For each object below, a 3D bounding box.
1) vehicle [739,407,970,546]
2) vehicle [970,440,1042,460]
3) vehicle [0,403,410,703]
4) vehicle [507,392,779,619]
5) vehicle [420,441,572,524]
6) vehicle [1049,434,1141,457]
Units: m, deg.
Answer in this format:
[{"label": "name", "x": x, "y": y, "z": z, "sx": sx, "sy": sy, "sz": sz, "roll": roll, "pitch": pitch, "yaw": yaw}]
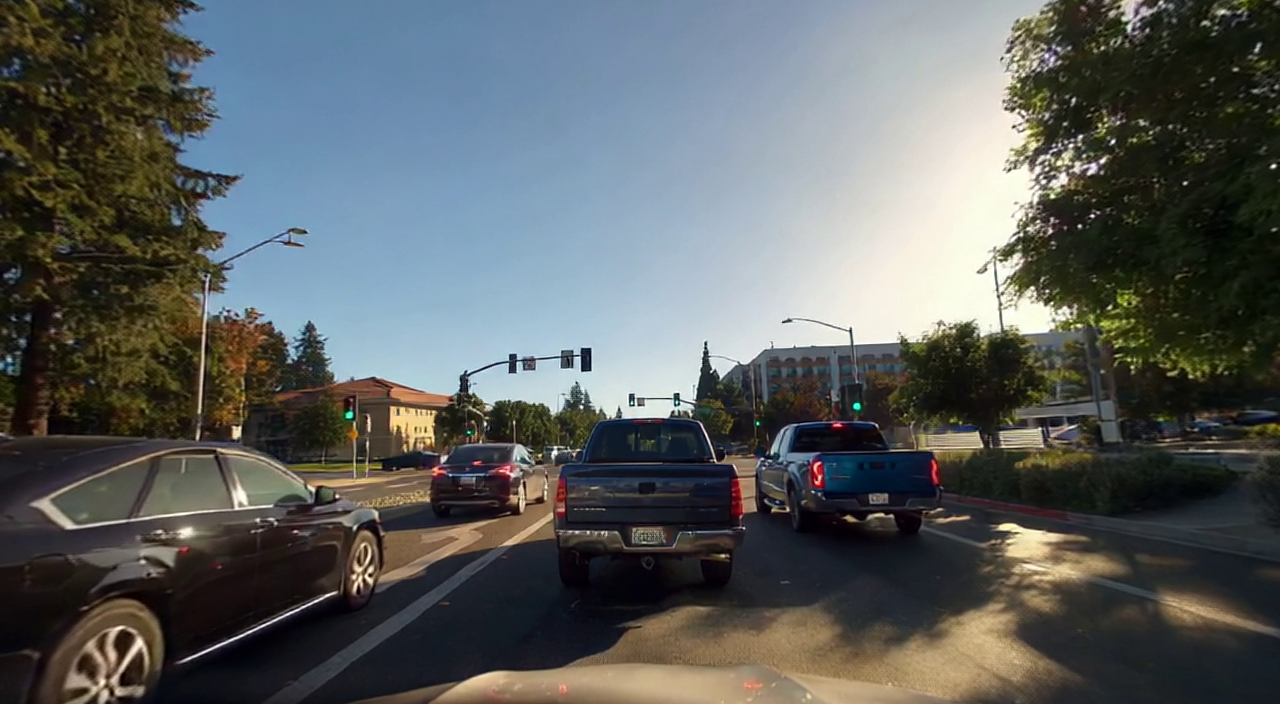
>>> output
[{"label": "vehicle", "x": 3.399, "y": 2.125, "z": 11.499, "sx": 2.408, "sy": 1.908, "sz": 5.355, "roll": 0, "pitch": -9, "yaw": 1}, {"label": "vehicle", "x": 26.496, "y": 7.095, "z": 45.752, "sx": 4.180, "sy": 1.376, "sz": 1.583, "roll": 0, "pitch": -9, "yaw": 2}, {"label": "vehicle", "x": -3.095, "y": 1.129, "z": 3.519, "sx": 1.909, "sy": 1.476, "sz": 4.751, "roll": 0, "pitch": -9, "yaw": -1}, {"label": "vehicle", "x": 0.034, "y": 1.490, "z": 6.958, "sx": 2.113, "sy": 1.768, "sz": 3.901, "roll": 0, "pitch": -9, "yaw": 0}, {"label": "vehicle", "x": -2.809, "y": 2.661, "z": 13.529, "sx": 2.072, "sy": 1.450, "sz": 4.612, "roll": 0, "pitch": -9, "yaw": 1}, {"label": "vehicle", "x": 32.788, "y": 6.776, "z": 45.562, "sx": 4.869, "sy": 1.622, "sz": 2.230, "roll": 0, "pitch": -9, "yaw": 1}]
